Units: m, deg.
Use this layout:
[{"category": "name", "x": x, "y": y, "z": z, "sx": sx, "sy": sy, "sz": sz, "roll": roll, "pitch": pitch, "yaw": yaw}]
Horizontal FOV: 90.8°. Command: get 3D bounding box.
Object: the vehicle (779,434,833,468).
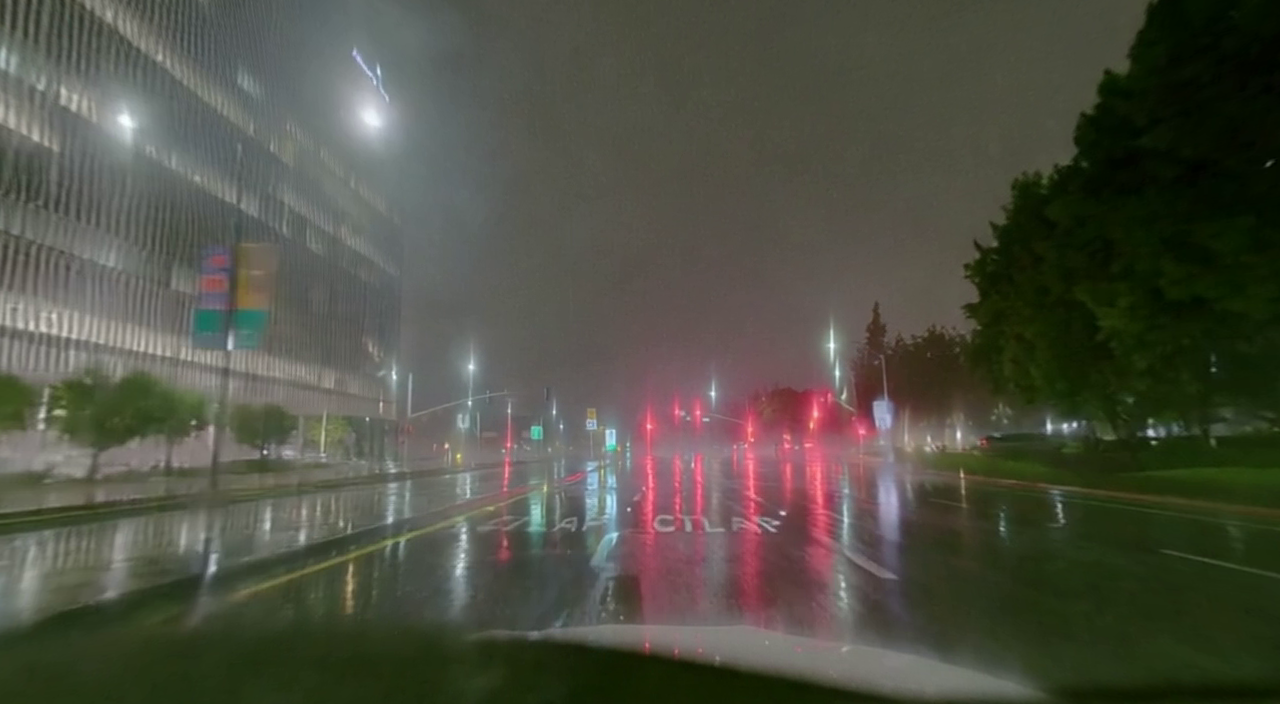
[{"category": "vehicle", "x": 9.853, "y": 5.917, "z": 37.933, "sx": 2.156, "sy": 1.881, "sz": 4.743, "roll": 0, "pitch": -8, "yaw": 2}]
